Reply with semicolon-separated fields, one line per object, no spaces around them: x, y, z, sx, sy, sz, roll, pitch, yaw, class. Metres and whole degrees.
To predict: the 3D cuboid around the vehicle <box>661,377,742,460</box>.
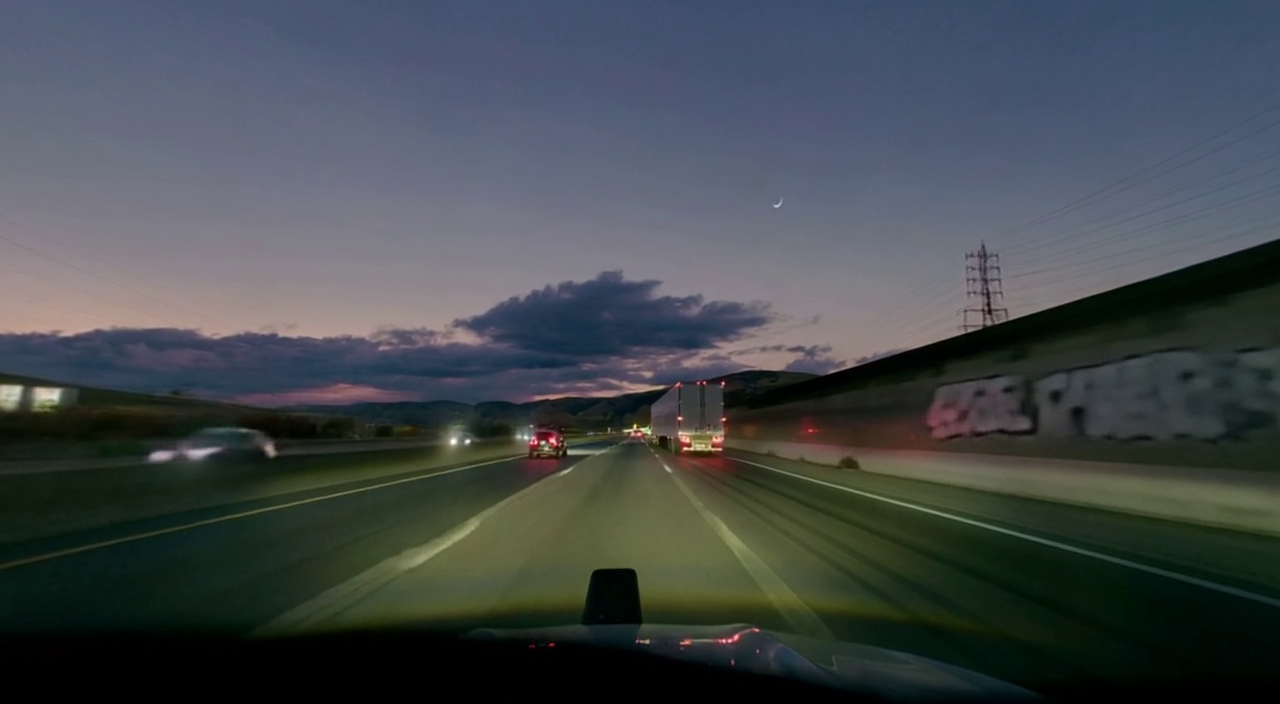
3.032;3.815;34.793;3.060;3.842;11.095;0;-8;-1;vehicle

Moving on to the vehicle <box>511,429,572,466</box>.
-4.250;4.182;27.860;1.965;1.486;4.448;0;-8;0;vehicle

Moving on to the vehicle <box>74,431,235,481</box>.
-15.689;3.356;20.726;1.931;1.458;4.239;0;-8;-1;vehicle
